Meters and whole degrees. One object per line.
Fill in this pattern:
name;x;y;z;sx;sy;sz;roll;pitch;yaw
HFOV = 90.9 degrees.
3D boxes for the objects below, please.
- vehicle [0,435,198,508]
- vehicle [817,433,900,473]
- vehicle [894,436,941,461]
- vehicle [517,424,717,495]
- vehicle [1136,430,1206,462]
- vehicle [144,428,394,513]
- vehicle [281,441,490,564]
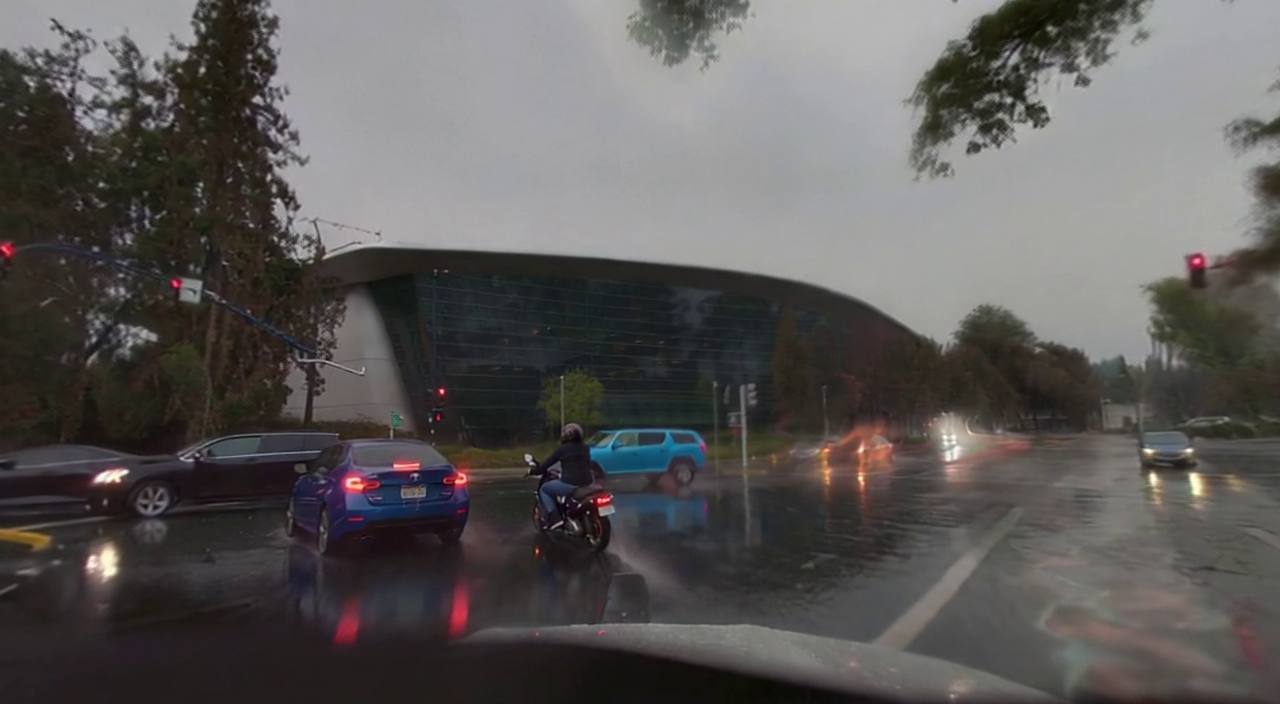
vehicle;-14.397;3.084;16.554;4.380;1.727;2.052;-2;-9;14
vehicle;10.160;4.626;29.119;2.084;1.656;4.583;-7;-11;38
vehicle;18.498;6.387;41.954;2.024;1.543;4.028;-6;-10;34
vehicle;-0.729;3.318;19.907;5.833;1.960;2.341;3;-9;-21
vehicle;26.008;4.612;31.038;1.872;1.467;4.385;-5;-10;31
vehicle;-8.321;2.661;14.424;4.583;1.755;1.936;-1;-8;6
vehicle;-4.143;2.139;9.860;2.009;1.450;4.182;6;-10;-36
